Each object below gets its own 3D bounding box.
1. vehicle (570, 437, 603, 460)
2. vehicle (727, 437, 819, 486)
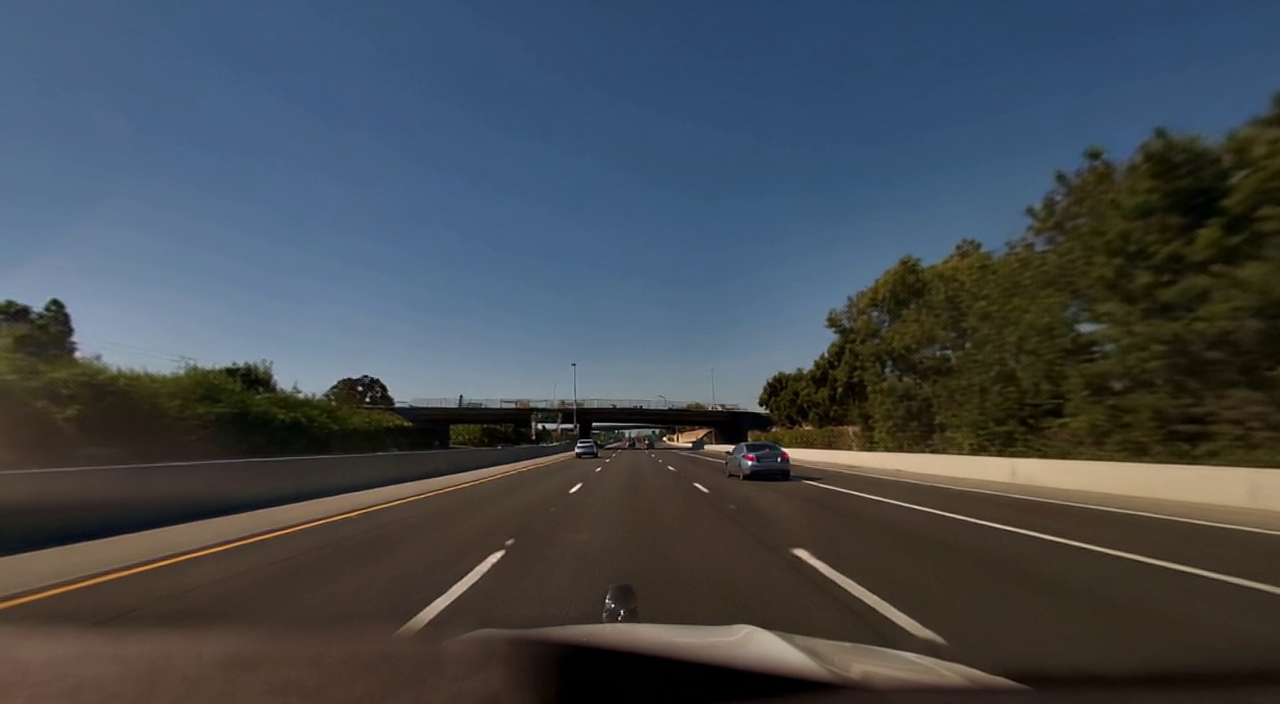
[{"bbox_3d":[-3.919,7.208,47.132,2.048,1.618,4.424,0,-9,0],"label":"vehicle"},{"bbox_3d":[4.411,3.697,21.645,2.060,1.485,4.274,0,-9,-2],"label":"vehicle"}]
